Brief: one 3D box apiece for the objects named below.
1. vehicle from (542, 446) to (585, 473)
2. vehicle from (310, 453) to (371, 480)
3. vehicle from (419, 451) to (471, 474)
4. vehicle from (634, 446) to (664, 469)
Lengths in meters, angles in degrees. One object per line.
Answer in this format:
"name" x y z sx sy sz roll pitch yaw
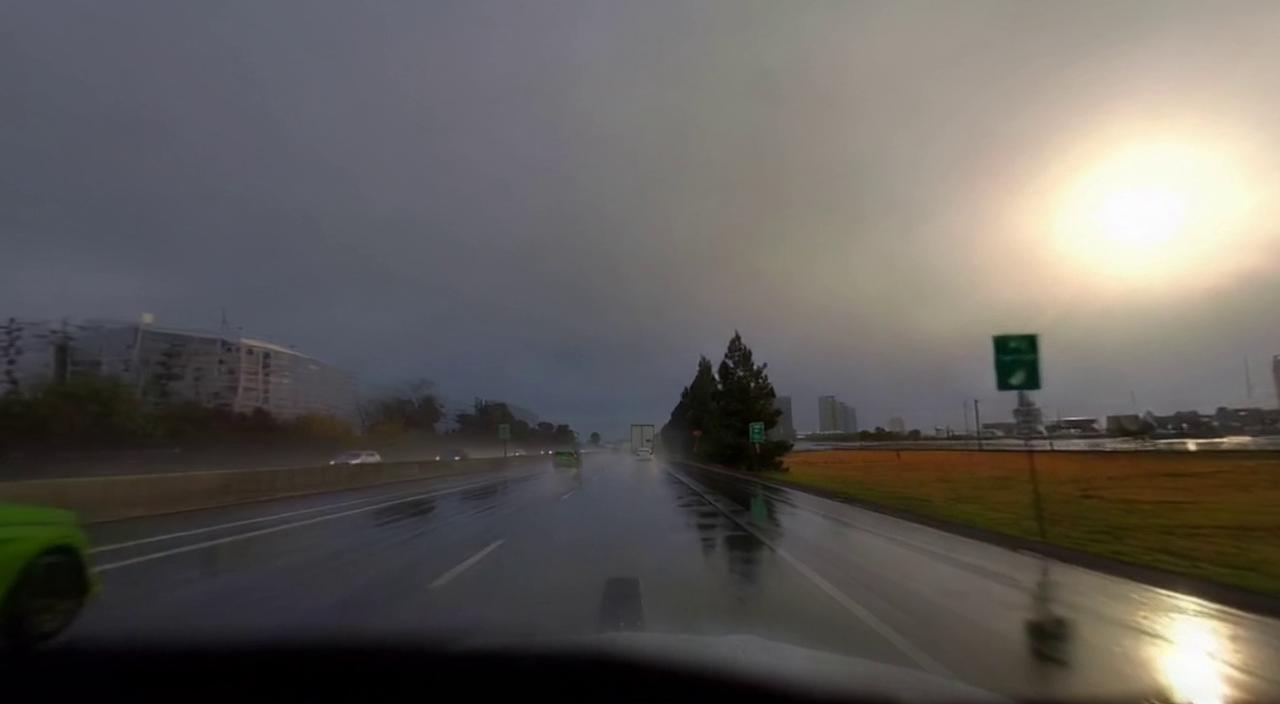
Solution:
"vehicle" -4.616 6.531 38.480 2.172 1.548 3.953 0 -9 0
"vehicle" -17.106 6.561 36.238 1.823 1.427 3.450 0 -9 0
"vehicle" -12.944 7.344 42.179 2.077 1.478 4.354 0 -9 0
"vehicle" 0.607 7.569 45.379 1.992 1.593 3.937 0 -9 -1
